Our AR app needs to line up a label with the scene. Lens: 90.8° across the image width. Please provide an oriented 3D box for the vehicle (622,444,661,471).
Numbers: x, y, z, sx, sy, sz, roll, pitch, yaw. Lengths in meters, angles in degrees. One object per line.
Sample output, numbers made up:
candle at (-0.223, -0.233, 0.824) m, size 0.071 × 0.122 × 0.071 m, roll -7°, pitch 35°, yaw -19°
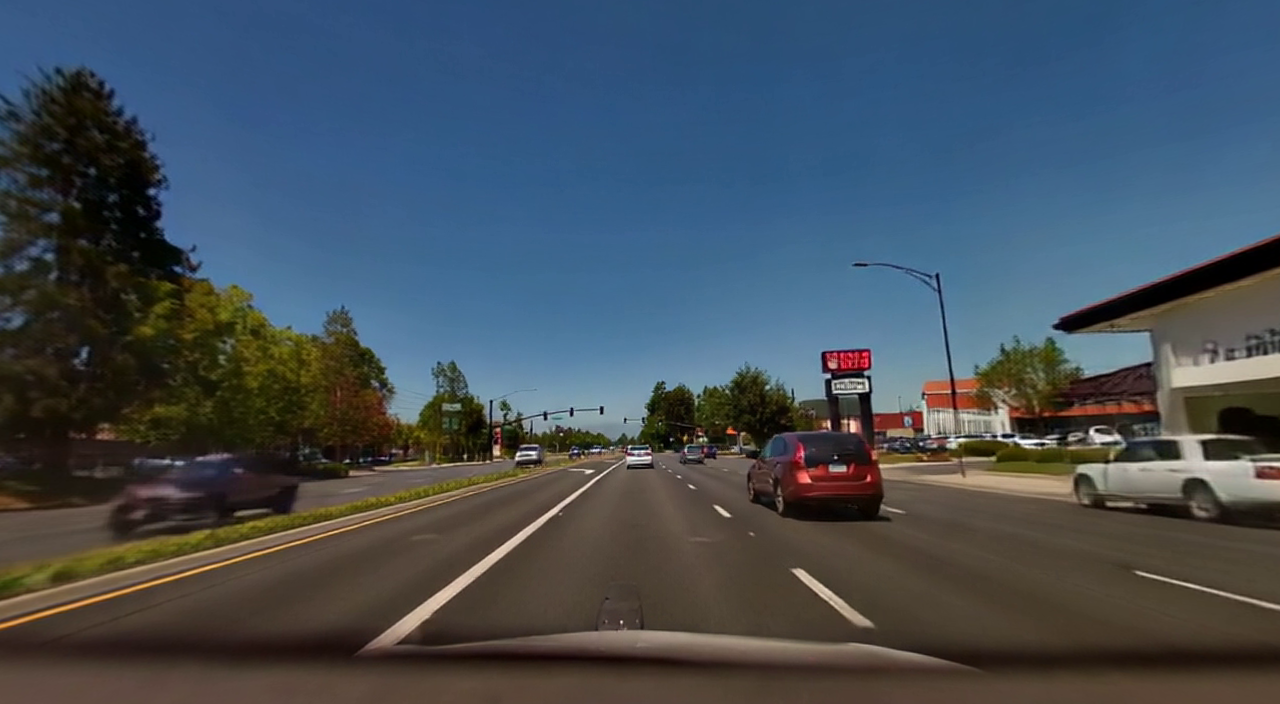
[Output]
vehicle at (0.084, 6.184, 37.190) m, size 2.135 × 1.468 × 4.076 m, roll 0°, pitch -8°, yaw 0°

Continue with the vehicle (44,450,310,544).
vehicle at (-8.467, 2.632, 12.199) m, size 1.862 × 1.446 × 4.333 m, roll 0°, pitch -8°, yaw 0°

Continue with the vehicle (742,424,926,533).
vehicle at (3.341, 2.272, 11.931) m, size 2.022 × 1.643 × 4.326 m, roll 0°, pitch -9°, yaw -1°

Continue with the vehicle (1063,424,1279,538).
vehicle at (10.771, 2.288, 11.829) m, size 2.154 × 1.690 × 5.208 m, roll 0°, pitch -9°, yaw 1°

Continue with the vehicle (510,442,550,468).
vehicle at (-8.413, 7.901, 48.784) m, size 2.142 × 1.872 × 4.689 m, roll 0°, pitch -9°, yaw 1°

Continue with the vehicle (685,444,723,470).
vehicle at (3.856, 6.420, 38.804) m, size 1.889 × 1.473 × 4.303 m, roll 0°, pitch -9°, yaw 0°
